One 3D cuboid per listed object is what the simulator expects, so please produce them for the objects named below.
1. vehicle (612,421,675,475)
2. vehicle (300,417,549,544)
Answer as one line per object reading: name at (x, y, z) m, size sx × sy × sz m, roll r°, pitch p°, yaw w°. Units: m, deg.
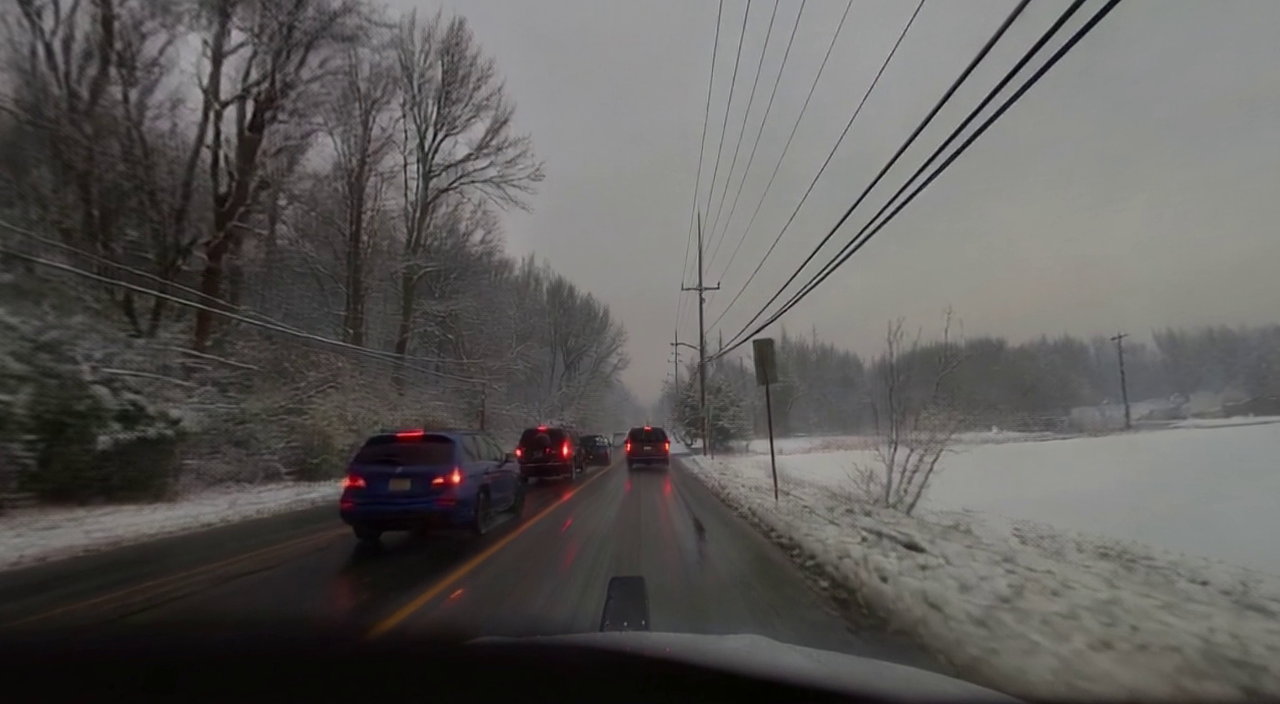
vehicle at (0.218, 3.768, 24.790) m, size 2.241 × 1.912 × 4.095 m, roll -1°, pitch -8°, yaw 3°
vehicle at (-3.020, 1.931, 10.221) m, size 2.180 × 1.546 × 4.755 m, roll 0°, pitch -8°, yaw 3°
